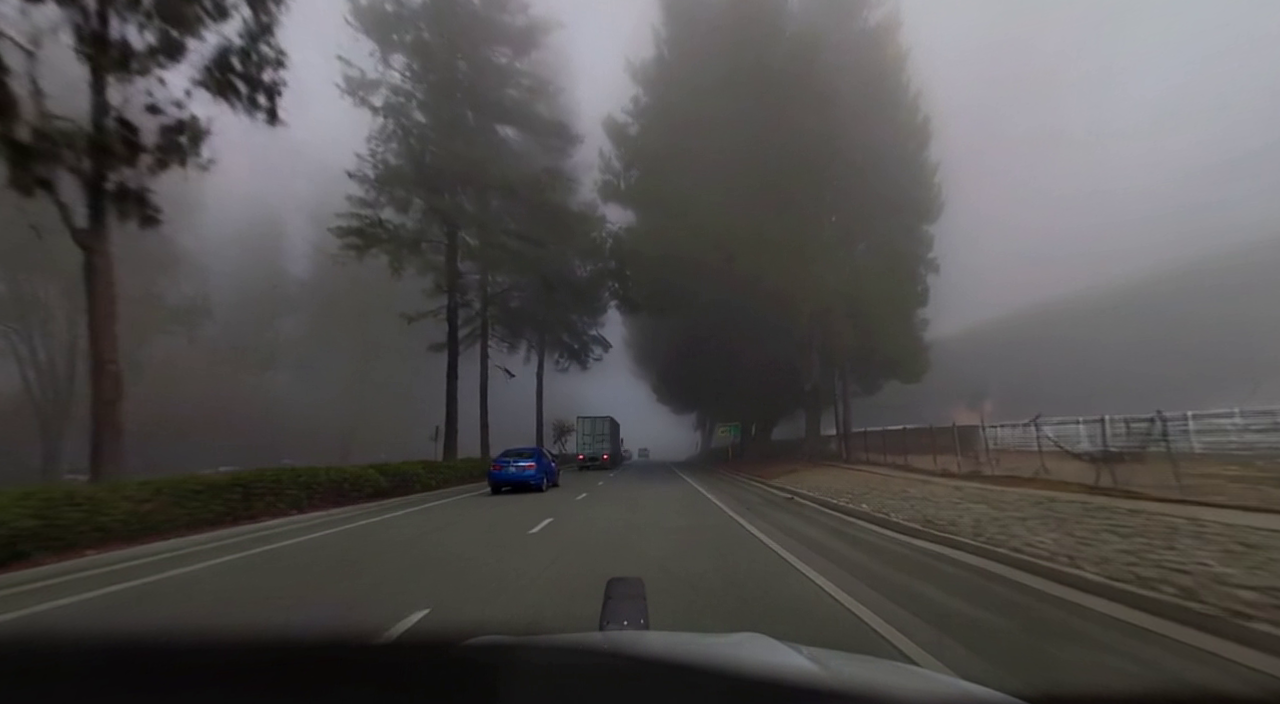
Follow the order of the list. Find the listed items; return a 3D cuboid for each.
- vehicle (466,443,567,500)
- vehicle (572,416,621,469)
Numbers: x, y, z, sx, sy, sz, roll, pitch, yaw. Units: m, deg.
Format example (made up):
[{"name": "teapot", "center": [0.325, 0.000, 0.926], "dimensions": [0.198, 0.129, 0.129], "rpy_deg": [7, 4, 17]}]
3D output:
[{"name": "vehicle", "center": [-3.474, 3.459, 18.643], "dimensions": [2.005, 1.462, 4.345], "rpy_deg": [0, -9, 2]}, {"name": "vehicle", "center": [-2.901, 6.376, 44.263], "dimensions": [2.746, 3.276, 8.572], "rpy_deg": [0, -9, 1]}]
